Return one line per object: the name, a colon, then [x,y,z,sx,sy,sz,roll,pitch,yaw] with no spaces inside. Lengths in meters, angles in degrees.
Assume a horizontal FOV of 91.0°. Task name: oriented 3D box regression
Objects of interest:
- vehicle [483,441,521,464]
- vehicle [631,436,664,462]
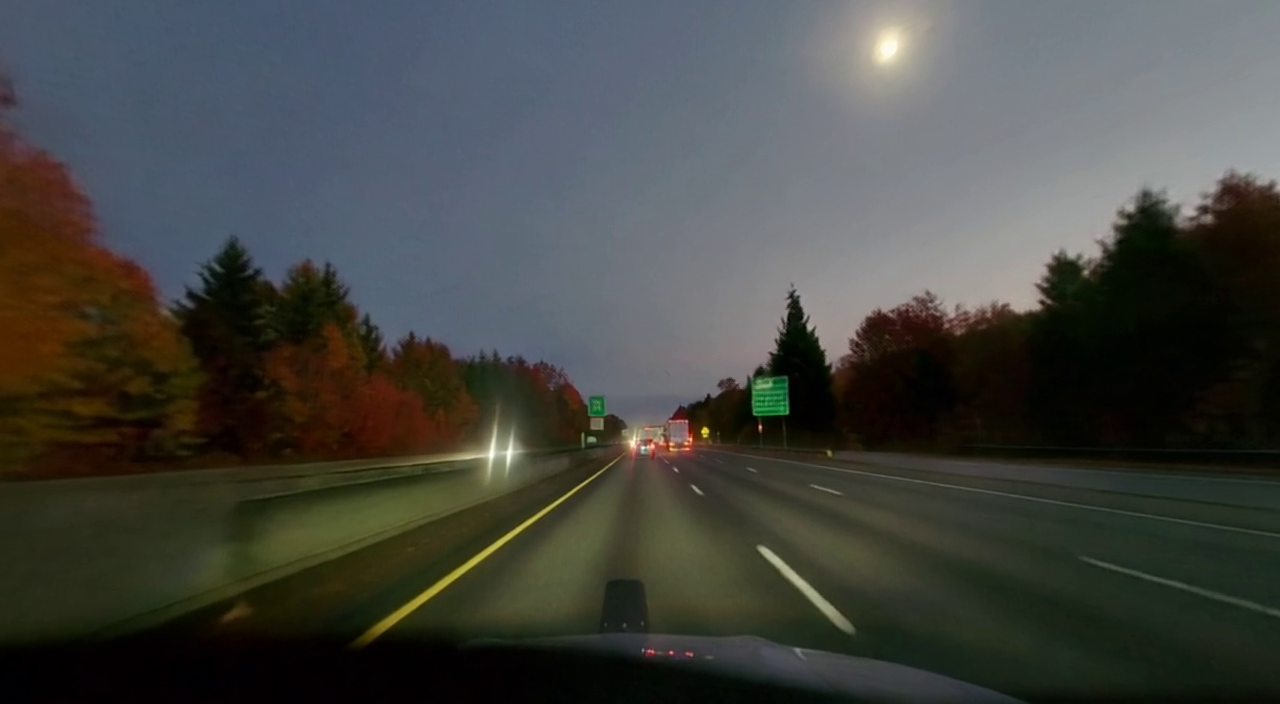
vehicle: [-9.942,7.268,45.648,1.887,1.520,3.936,0,-8,0]
vehicle: [0.492,5.998,38.947,1.924,1.498,3.817,0,-8,1]
